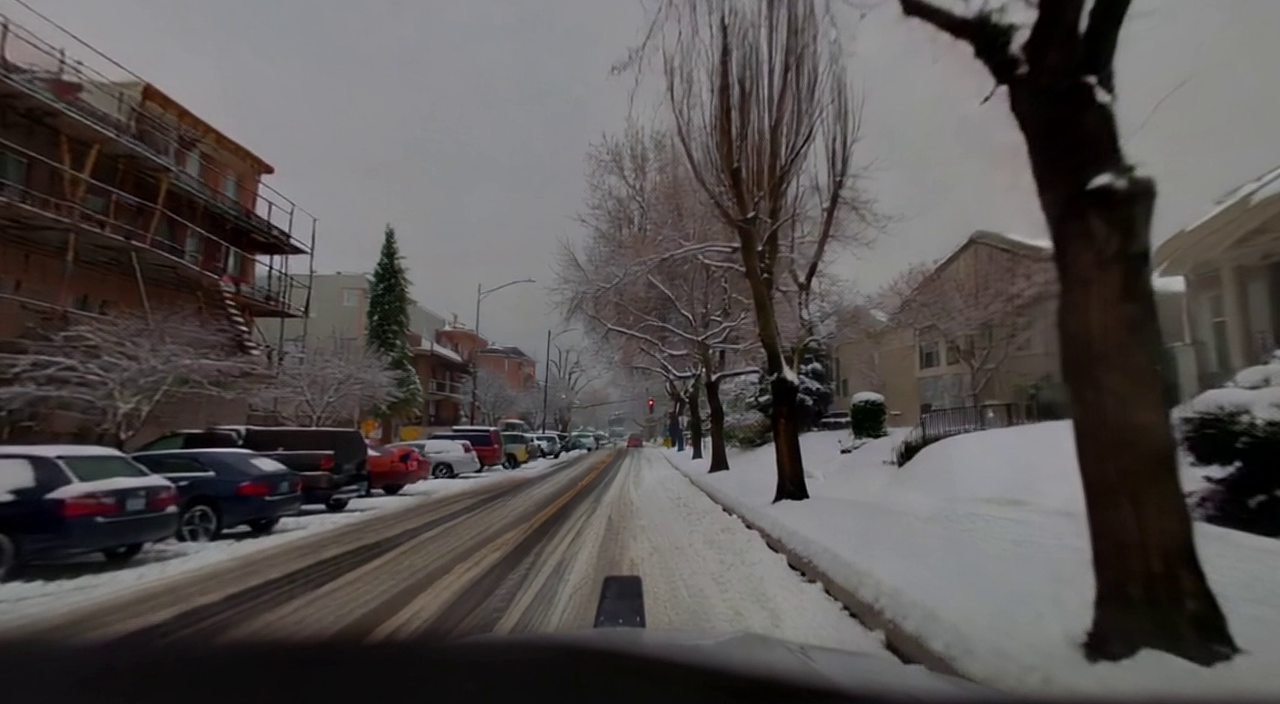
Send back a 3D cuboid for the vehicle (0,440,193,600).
[{"bbox_3d":[-7.706,1.745,7.006,4.053,1.507,1.769,1,-9,-1],"label":"vehicle"}]
